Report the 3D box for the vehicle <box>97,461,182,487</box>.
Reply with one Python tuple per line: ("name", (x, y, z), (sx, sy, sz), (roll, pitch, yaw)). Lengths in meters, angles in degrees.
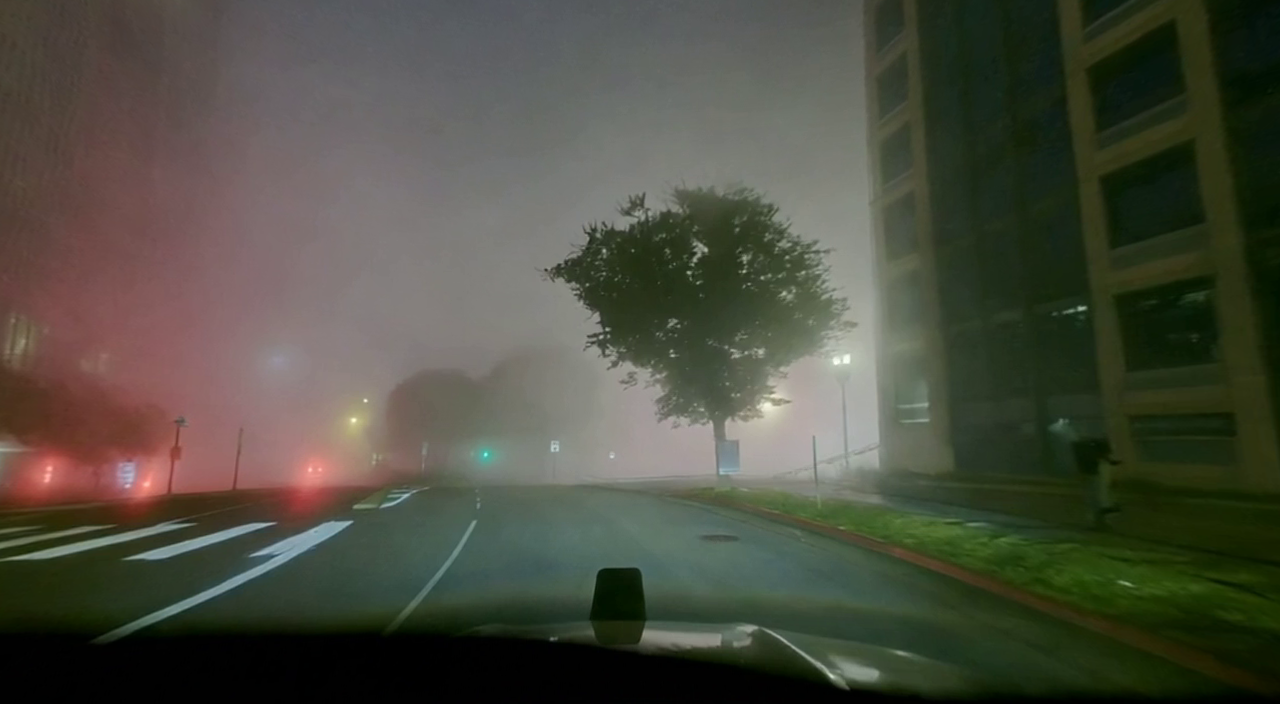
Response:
("vehicle", (-36.442, 8.901, 46.094), (4.473, 1.778, 2.125), (-1, -8, 4))
